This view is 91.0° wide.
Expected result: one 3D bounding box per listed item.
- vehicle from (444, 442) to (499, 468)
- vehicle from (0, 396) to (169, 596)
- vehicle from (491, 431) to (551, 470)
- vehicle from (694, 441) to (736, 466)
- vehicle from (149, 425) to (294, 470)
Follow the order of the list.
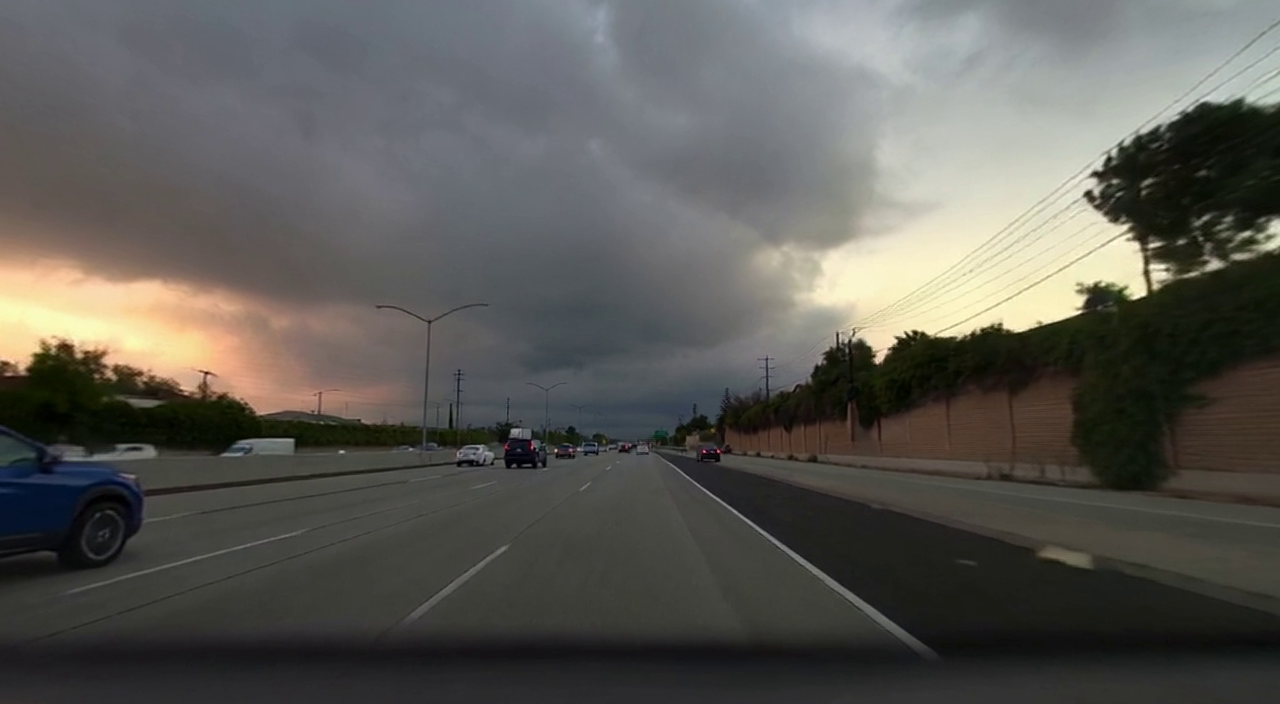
[{"bbox_3d":[-10.099,6.214,38.123,2.042,1.485,4.395,0,-9,1],"label":"vehicle"},{"bbox_3d":[-6.543,1.166,4.974,2.058,1.698,4.567,0,-9,0],"label":"vehicle"},{"bbox_3d":[-6.340,5.365,34.242,2.255,1.934,4.868,0,-9,1],"label":"vehicle"},{"bbox_3d":[4.922,6.764,41.956,2.251,1.520,4.550,1,-9,0],"label":"vehicle"},{"bbox_3d":[-29.509,6.886,45.325,3.062,2.818,10.542,0,-9,1],"label":"vehicle"}]
